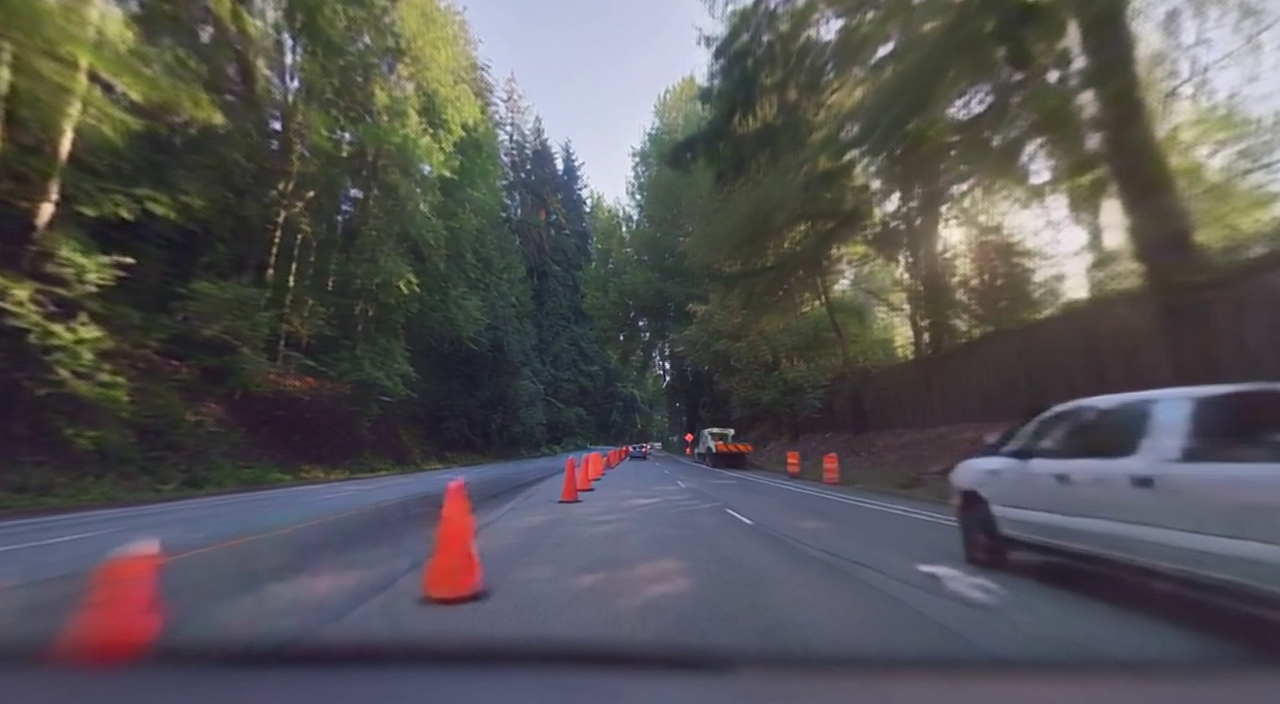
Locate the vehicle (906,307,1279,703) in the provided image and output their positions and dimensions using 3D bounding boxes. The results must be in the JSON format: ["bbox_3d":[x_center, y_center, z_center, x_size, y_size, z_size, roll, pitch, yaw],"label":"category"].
[{"bbox_3d":[4.724,1.115,4.700,2.694,2.177,6.177,1,-10,-1],"label":"vehicle"}]

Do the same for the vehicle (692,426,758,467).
[{"bbox_3d":[6.317,7.142,47.674,2.390,2.899,4.603,6,-10,-35],"label":"vehicle"}]
